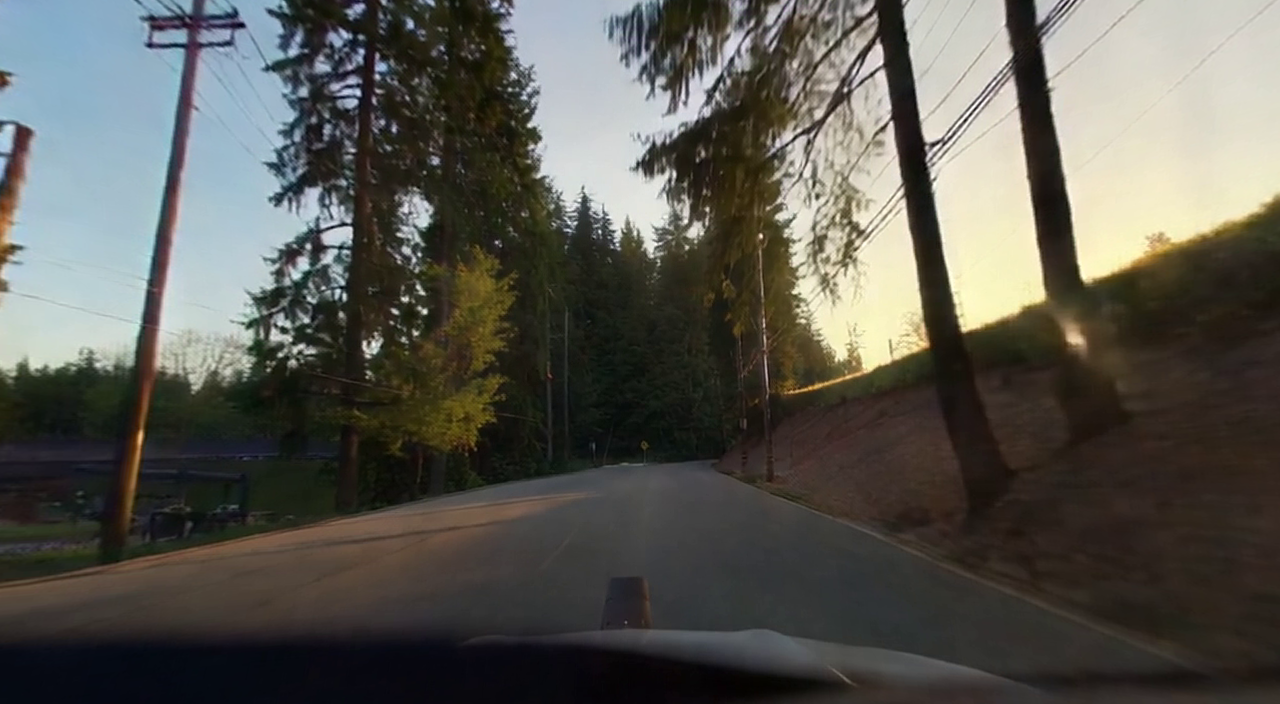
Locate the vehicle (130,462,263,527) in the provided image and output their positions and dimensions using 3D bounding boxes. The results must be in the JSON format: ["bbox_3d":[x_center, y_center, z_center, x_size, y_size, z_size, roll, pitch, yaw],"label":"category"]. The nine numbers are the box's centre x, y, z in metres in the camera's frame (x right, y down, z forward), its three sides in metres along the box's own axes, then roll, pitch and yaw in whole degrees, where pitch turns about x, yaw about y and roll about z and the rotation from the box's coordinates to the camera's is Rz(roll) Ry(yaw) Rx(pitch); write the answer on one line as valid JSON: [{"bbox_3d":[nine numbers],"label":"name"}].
[{"bbox_3d":[-13.680,4.354,19.794,2.058,1.654,4.273,2,-9,-16],"label":"vehicle"}]
